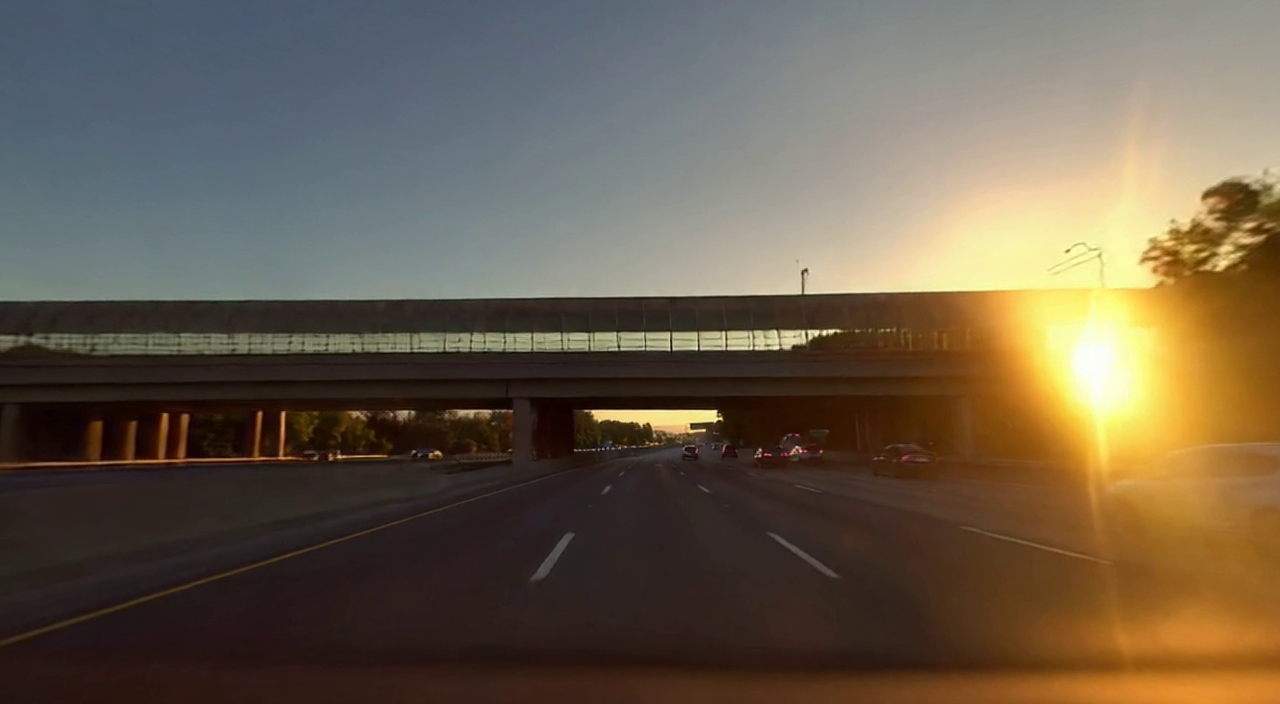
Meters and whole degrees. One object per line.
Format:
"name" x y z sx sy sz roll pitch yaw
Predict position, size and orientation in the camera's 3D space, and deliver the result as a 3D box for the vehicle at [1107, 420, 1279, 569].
"vehicle" 7.935 1.606 7.210 1.862 1.613 4.316 0 -9 0
